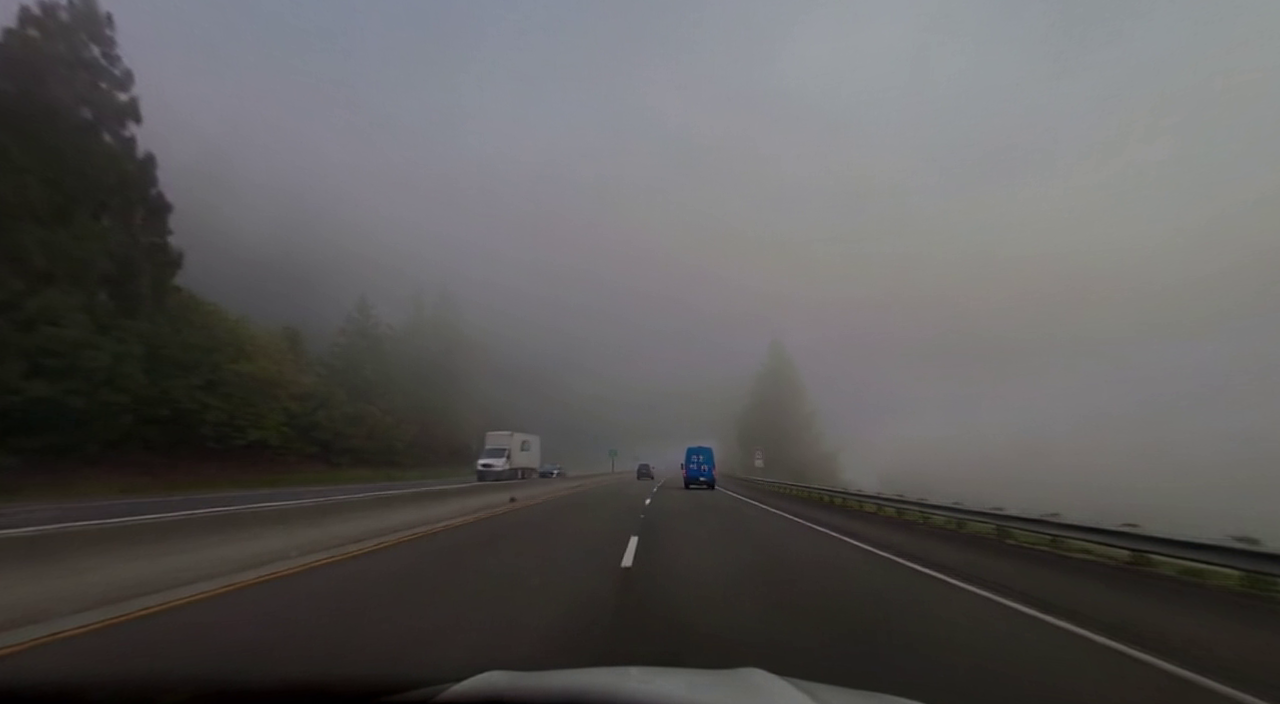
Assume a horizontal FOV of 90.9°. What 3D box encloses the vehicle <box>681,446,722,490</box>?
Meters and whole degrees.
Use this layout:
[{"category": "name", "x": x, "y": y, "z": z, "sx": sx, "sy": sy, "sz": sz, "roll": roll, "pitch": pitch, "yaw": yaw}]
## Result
[{"category": "vehicle", "x": 3.998, "y": 7.721, "z": 41.890, "sx": 2.366, "sy": 2.595, "sz": 5.793, "roll": 1, "pitch": -11, "yaw": 2}]
